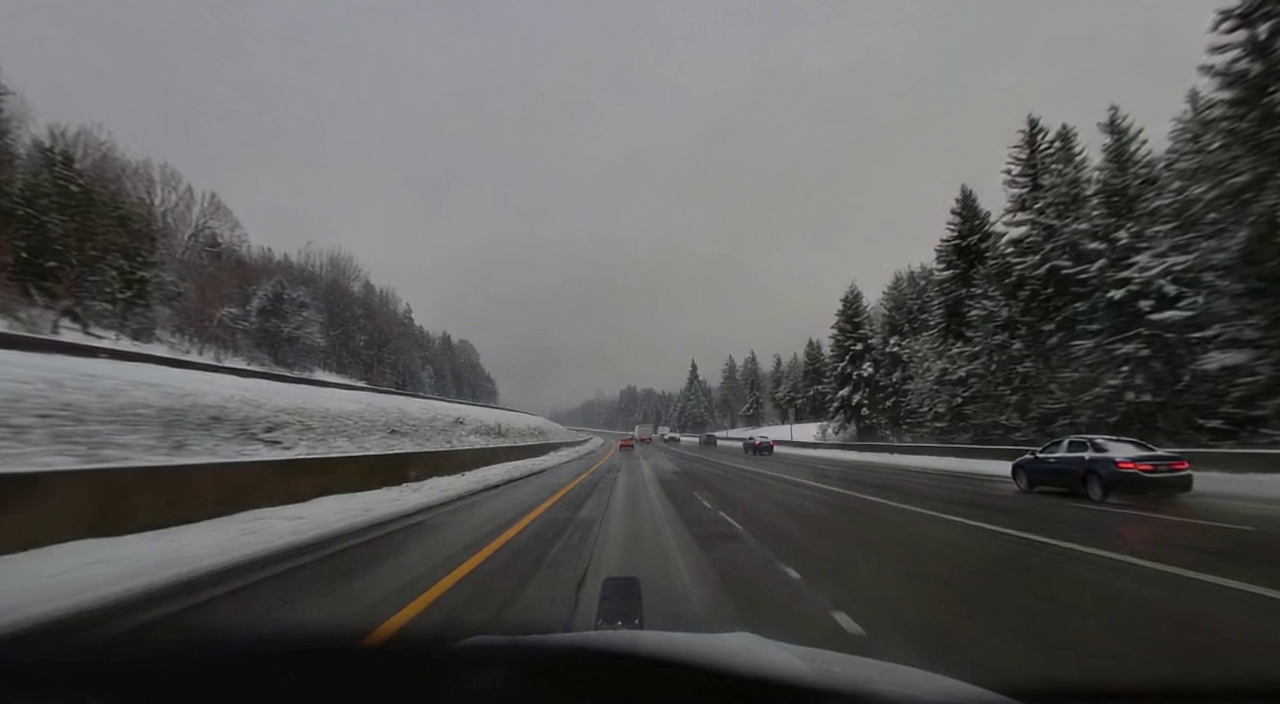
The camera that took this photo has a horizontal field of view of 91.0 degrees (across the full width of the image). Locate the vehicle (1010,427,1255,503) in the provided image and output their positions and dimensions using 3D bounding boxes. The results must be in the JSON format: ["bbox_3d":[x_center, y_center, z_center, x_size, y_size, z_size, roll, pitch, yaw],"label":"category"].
[{"bbox_3d":[11.366,2.631,15.099,2.041,1.517,4.645,0,-8,-1],"label":"vehicle"}]
